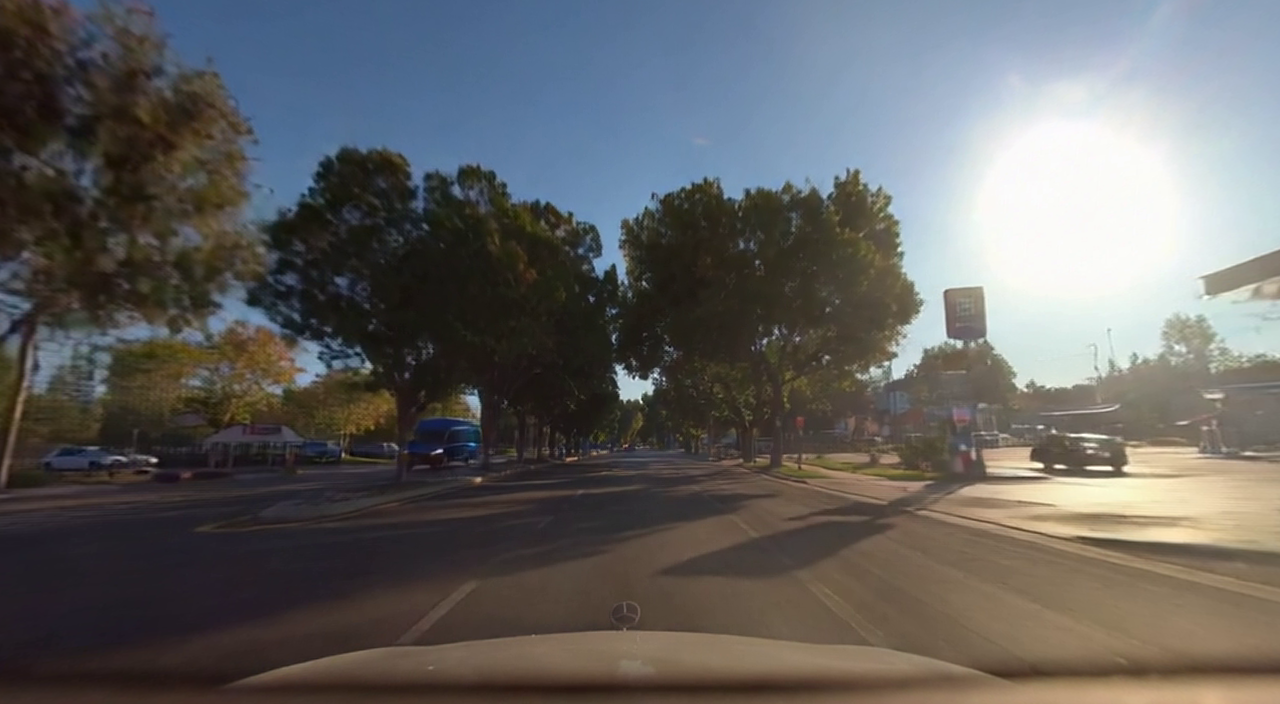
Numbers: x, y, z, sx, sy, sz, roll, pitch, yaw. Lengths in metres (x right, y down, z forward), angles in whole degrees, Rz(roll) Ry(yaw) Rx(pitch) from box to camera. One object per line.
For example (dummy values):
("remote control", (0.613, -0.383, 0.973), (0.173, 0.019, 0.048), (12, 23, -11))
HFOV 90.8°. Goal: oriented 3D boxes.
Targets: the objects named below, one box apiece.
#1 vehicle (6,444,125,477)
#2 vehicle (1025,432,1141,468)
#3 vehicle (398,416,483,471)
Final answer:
("vehicle", (-30.926, 5.812, 34.106), (4.290, 1.701, 2.002), (0, -8, -4))
("vehicle", (19.316, 4.293, 27.825), (1.994, 1.452, 4.227), (0, -8, 0))
("vehicle", (-12.195, 5.684, 39.282), (2.931, 3.122, 6.555), (0, -8, 1))
